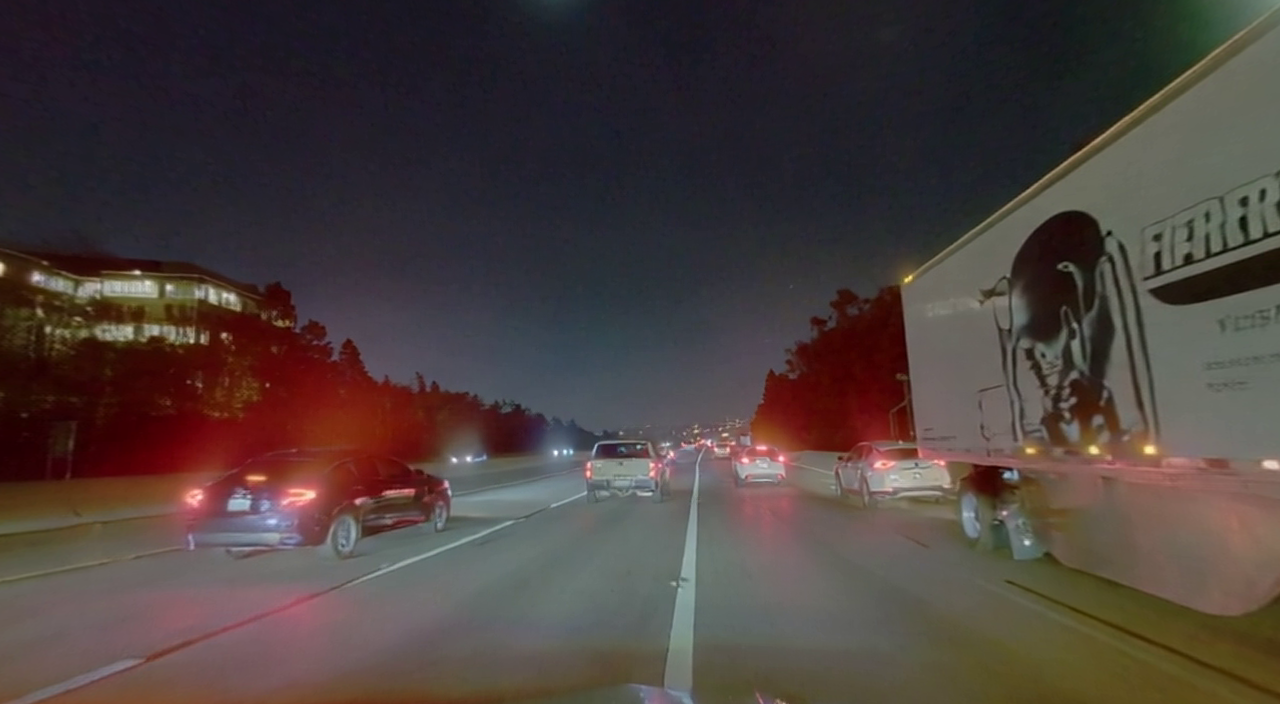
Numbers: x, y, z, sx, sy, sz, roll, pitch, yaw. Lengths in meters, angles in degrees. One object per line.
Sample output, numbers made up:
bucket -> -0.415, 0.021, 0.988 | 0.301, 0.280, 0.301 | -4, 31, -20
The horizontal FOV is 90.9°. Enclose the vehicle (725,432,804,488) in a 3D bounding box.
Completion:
vehicle -> 4.146, 3.690, 21.824 | 2.156, 1.701, 4.494 | -1, -8, 5

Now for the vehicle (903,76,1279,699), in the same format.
vehicle -> 4.926, 0.323, 4.222 | 2.987, 3.212, 9.311 | -1, -8, 5

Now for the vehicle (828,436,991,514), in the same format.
vehicle -> 5.817, 2.678, 14.321 | 2.053, 1.473, 4.383 | -1, -8, 4

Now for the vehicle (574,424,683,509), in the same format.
vehicle -> -0.112, 2.813, 15.966 | 2.153, 1.805, 4.631 | -1, -8, 6

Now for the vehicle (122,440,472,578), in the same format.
vehicle -> -4.404, 2.051, 9.331 | 1.965, 1.443, 4.968 | -2, -8, 7
